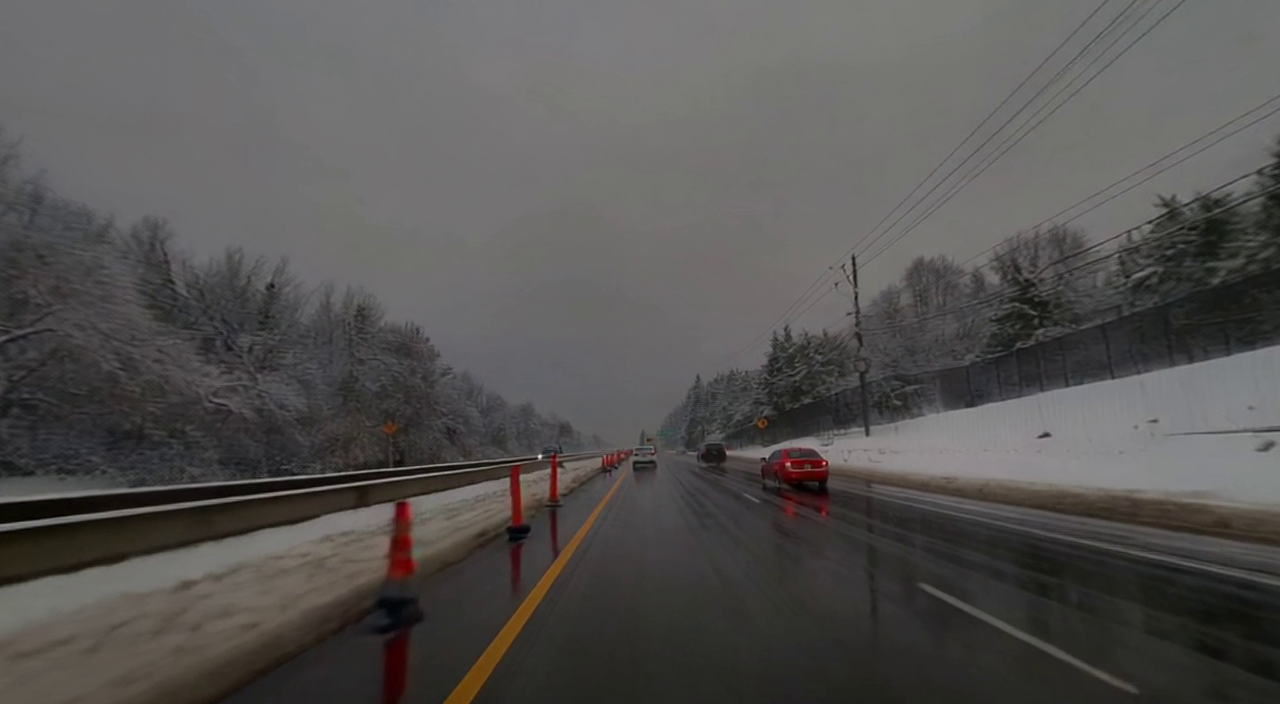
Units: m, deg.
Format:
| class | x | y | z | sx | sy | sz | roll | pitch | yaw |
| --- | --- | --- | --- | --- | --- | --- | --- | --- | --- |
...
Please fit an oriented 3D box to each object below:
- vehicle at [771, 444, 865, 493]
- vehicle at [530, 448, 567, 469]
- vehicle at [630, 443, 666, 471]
| class | x | y | z | sx | sy | sz | roll | pitch | yaw |
| --- | --- | --- | --- | --- | --- | --- | --- | --- | --- |
| vehicle | 5.612 | 3.698 | 20.435 | 1.881 | 1.409 | 4.016 | 0 | -8 | 0 |
| vehicle | -6.900 | 8.043 | 47.866 | 1.929 | 1.470 | 4.649 | -1 | -8 | 2 |
| vehicle | 0.484 | 6.470 | 39.070 | 2.096 | 1.583 | 4.150 | 0 | -8 | 1 |
